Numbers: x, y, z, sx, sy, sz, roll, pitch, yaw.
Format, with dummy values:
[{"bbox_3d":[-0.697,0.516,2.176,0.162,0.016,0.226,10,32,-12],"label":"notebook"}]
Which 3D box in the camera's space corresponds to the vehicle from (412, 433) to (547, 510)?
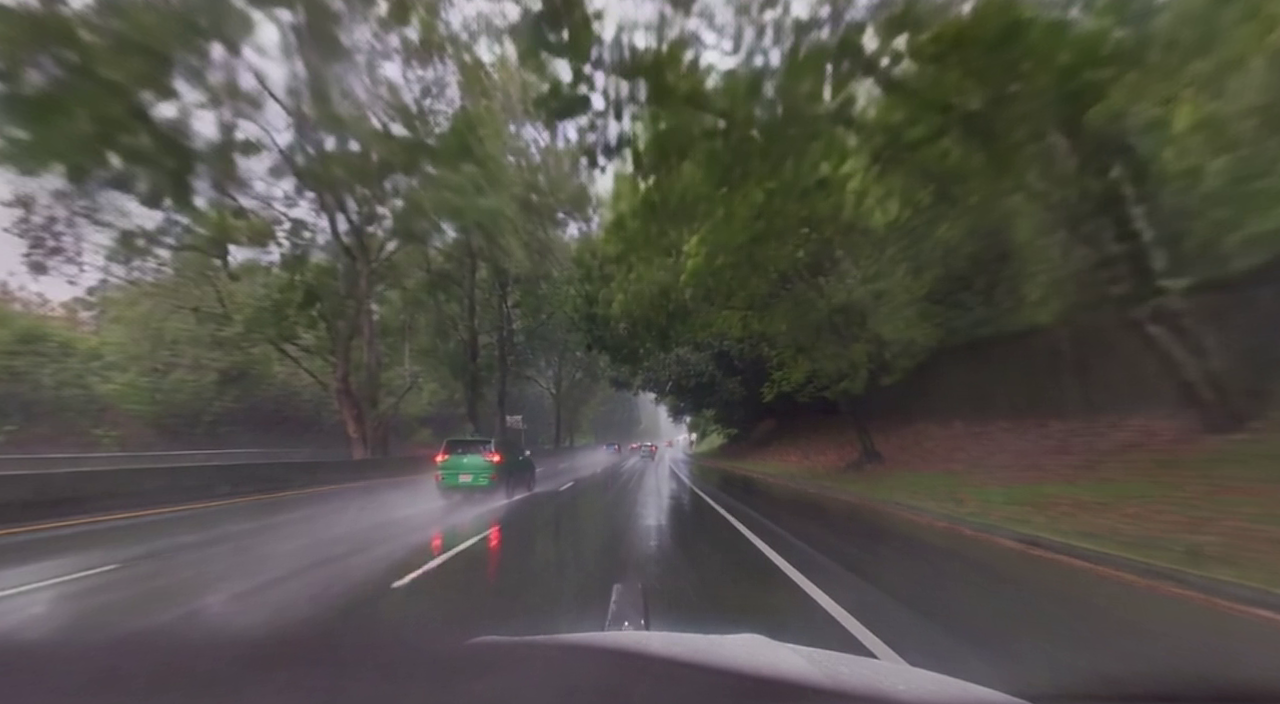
[{"bbox_3d":[-3.594,2.751,15.000,1.993,1.538,4.192,0,-8,2],"label":"vehicle"}]
